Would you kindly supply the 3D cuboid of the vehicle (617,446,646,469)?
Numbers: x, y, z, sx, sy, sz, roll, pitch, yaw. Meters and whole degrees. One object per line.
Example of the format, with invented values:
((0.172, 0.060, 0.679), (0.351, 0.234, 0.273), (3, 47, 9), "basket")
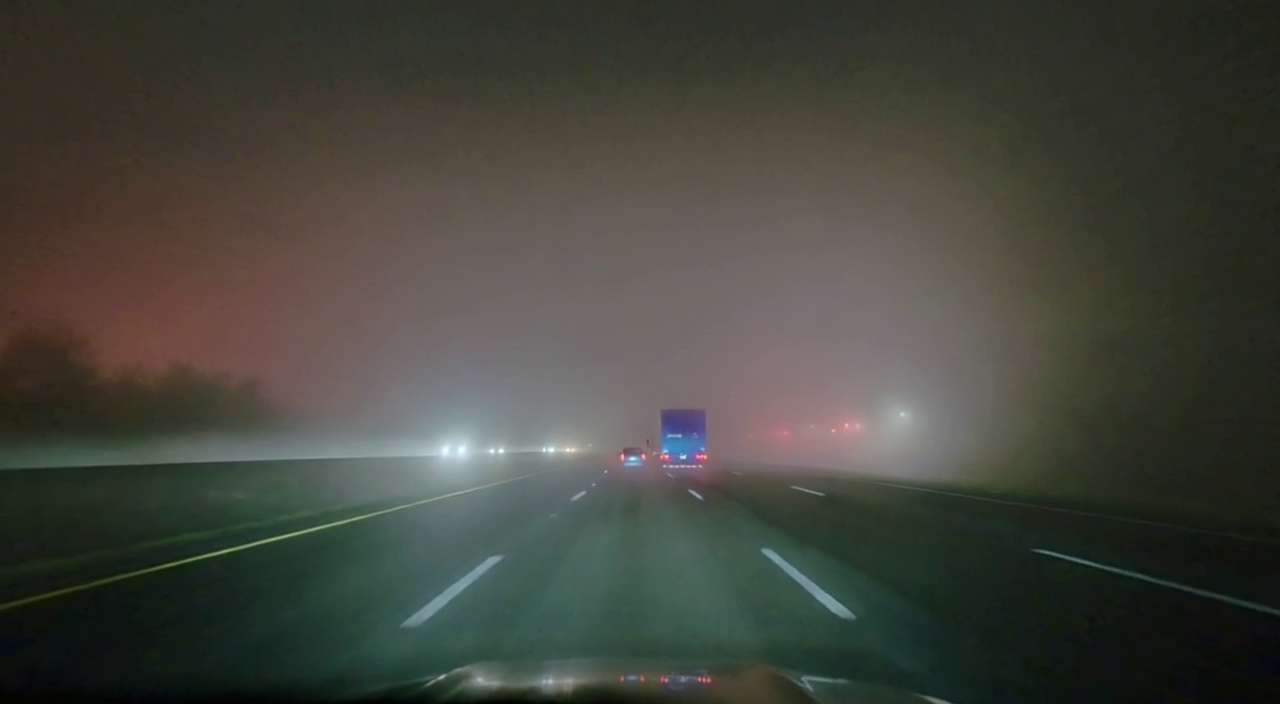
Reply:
((-0.574, 7.129, 42.714), (1.898, 1.438, 4.053), (0, -9, -1), "vehicle")

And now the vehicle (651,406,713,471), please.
((2.853, 6.914, 49.452), (3.462, 4.177, 16.311), (0, -9, -1), "vehicle")
